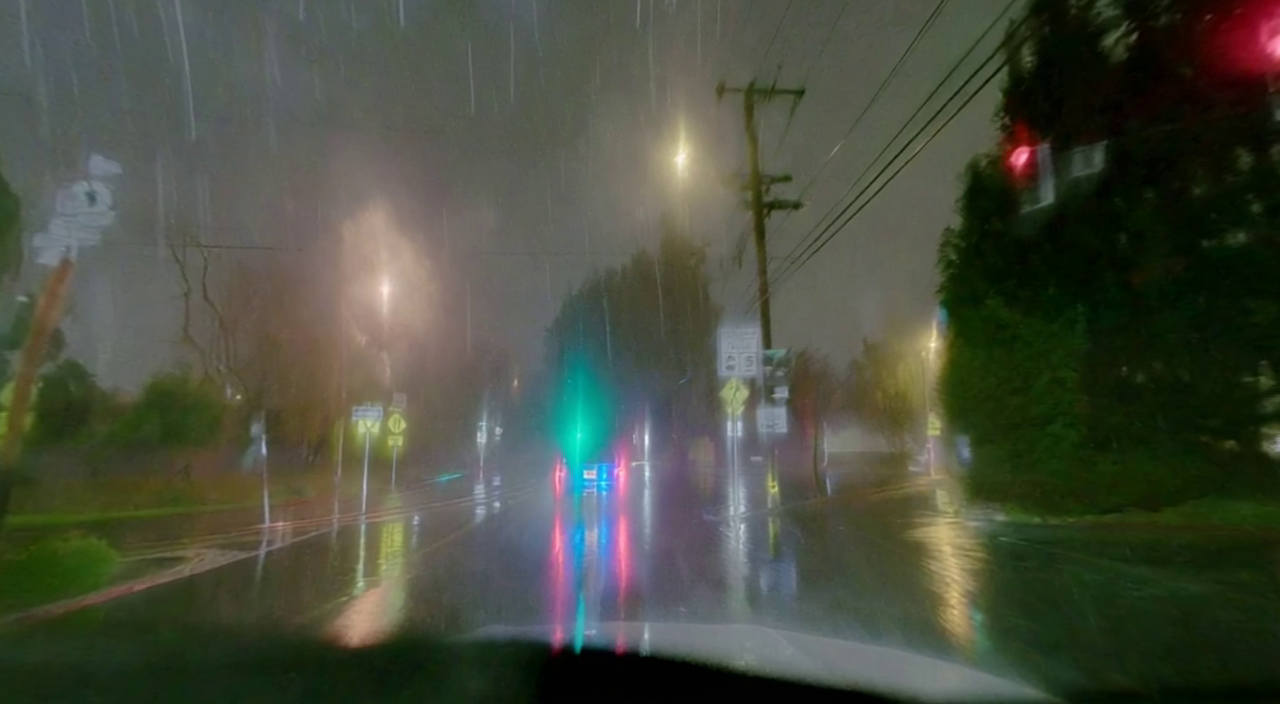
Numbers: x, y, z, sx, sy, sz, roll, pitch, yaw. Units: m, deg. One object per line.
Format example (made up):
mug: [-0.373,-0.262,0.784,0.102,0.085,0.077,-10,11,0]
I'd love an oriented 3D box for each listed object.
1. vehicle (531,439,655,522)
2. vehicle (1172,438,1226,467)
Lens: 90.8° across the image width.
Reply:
vehicle: [-0.855,2.707,13.919,2.295,1.510,4.364,0,-8,0]
vehicle: [31.928,5.709,36.039,1.959,1.493,5.020,-8,-12,43]
